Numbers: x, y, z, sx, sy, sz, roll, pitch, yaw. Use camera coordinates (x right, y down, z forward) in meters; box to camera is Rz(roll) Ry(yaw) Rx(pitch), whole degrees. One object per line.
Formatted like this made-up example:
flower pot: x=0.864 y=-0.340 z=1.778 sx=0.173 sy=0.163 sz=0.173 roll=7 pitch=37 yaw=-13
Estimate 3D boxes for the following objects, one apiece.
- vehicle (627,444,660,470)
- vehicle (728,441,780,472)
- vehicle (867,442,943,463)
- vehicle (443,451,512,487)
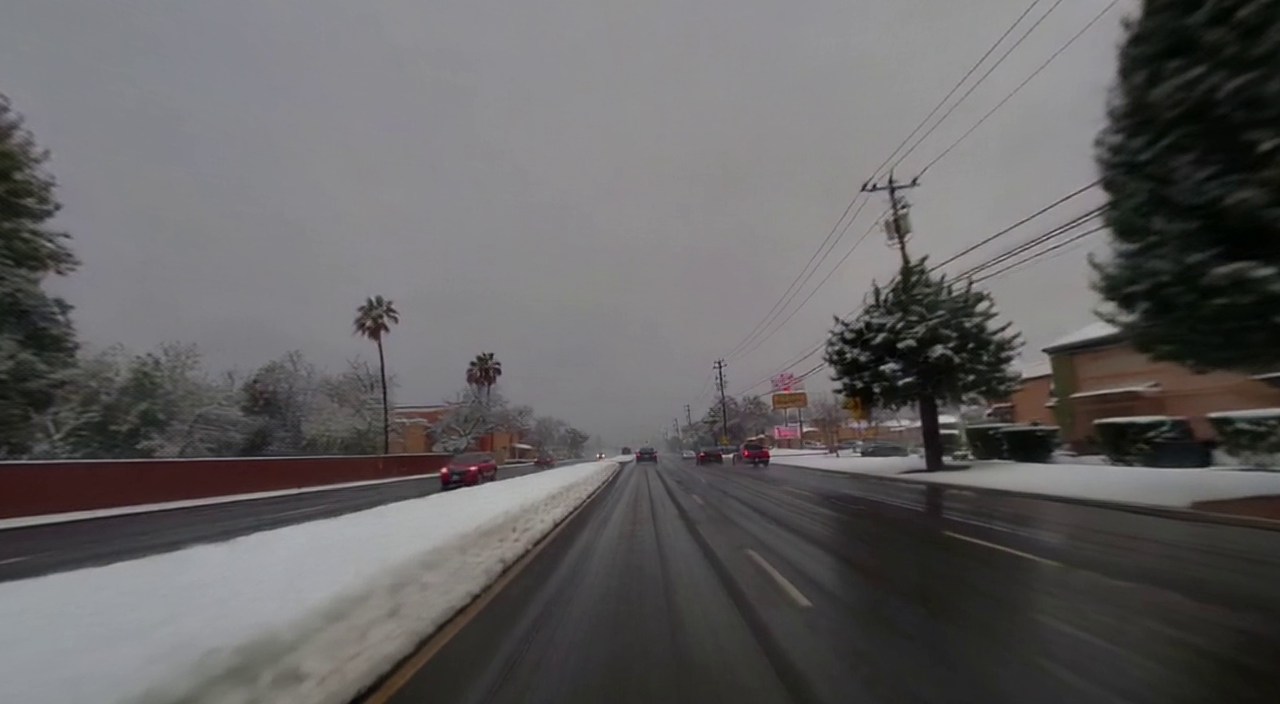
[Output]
vehicle: x=0.241 y=7.161 z=43.089 sx=2.138 sy=1.702 sz=4.168 roll=0 pitch=-9 yaw=1
vehicle: x=6.782 y=6.267 z=37.990 sx=2.252 sy=1.718 sz=4.617 roll=0 pitch=-9 yaw=0
vehicle: x=19.845 y=7.519 z=47.224 sx=4.768 sy=1.512 sz=1.986 roll=0 pitch=-9 yaw=1
vehicle: x=-7.712 y=5.574 z=30.357 sx=1.959 sy=1.535 sz=4.707 roll=-1 pitch=-9 yaw=1
